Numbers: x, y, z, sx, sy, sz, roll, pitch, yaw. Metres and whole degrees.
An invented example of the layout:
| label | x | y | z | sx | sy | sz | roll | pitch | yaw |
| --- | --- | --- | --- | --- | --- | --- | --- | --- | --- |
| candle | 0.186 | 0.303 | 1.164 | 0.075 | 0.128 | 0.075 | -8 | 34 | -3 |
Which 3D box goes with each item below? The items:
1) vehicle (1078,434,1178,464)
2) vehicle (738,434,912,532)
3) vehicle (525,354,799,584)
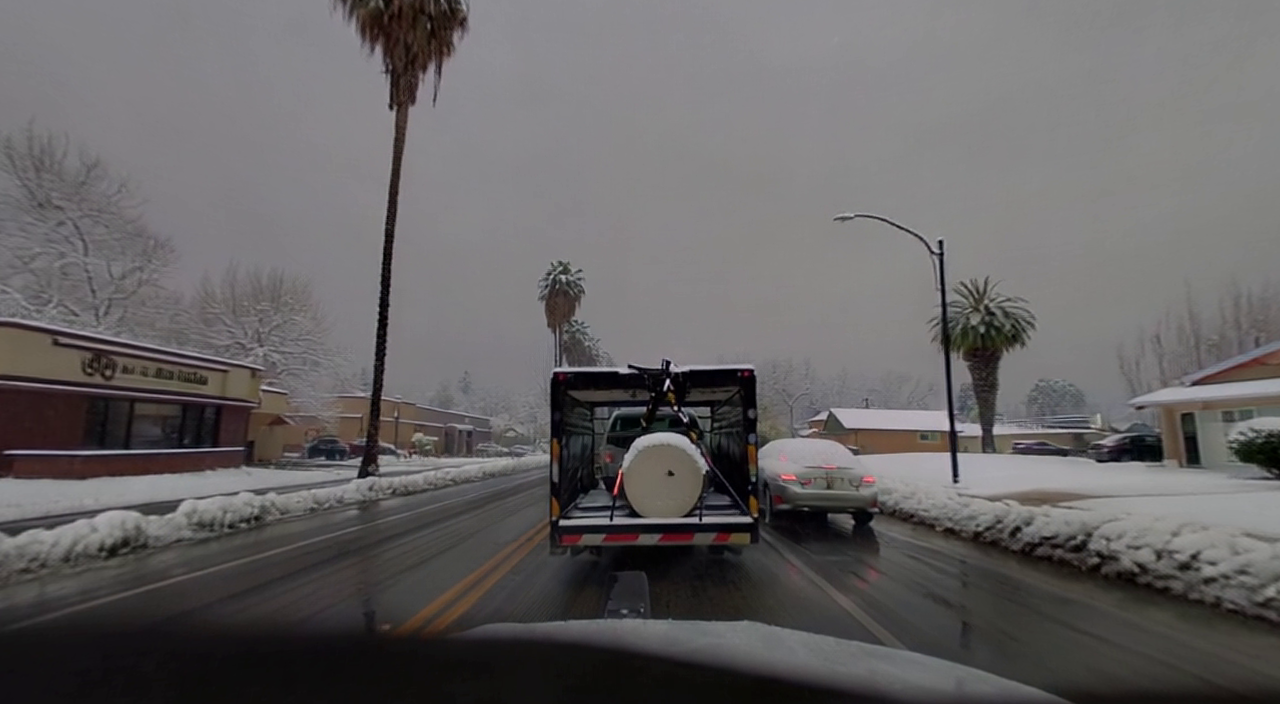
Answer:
| label | x | y | z | sx | sy | sz | roll | pitch | yaw |
| --- | --- | --- | --- | --- | --- | --- | --- | --- | --- |
| vehicle | 28.519 | 5.688 | 36.844 | 4.193 | 1.633 | 1.928 | -4 | -9 | 26 |
| vehicle | 3.204 | 2.346 | 11.865 | 2.010 | 1.499 | 4.107 | 0 | -8 | 0 |
| vehicle | 0.186 | 1.638 | 9.621 | 2.728 | 2.305 | 6.506 | 0 | -8 | -1 |
